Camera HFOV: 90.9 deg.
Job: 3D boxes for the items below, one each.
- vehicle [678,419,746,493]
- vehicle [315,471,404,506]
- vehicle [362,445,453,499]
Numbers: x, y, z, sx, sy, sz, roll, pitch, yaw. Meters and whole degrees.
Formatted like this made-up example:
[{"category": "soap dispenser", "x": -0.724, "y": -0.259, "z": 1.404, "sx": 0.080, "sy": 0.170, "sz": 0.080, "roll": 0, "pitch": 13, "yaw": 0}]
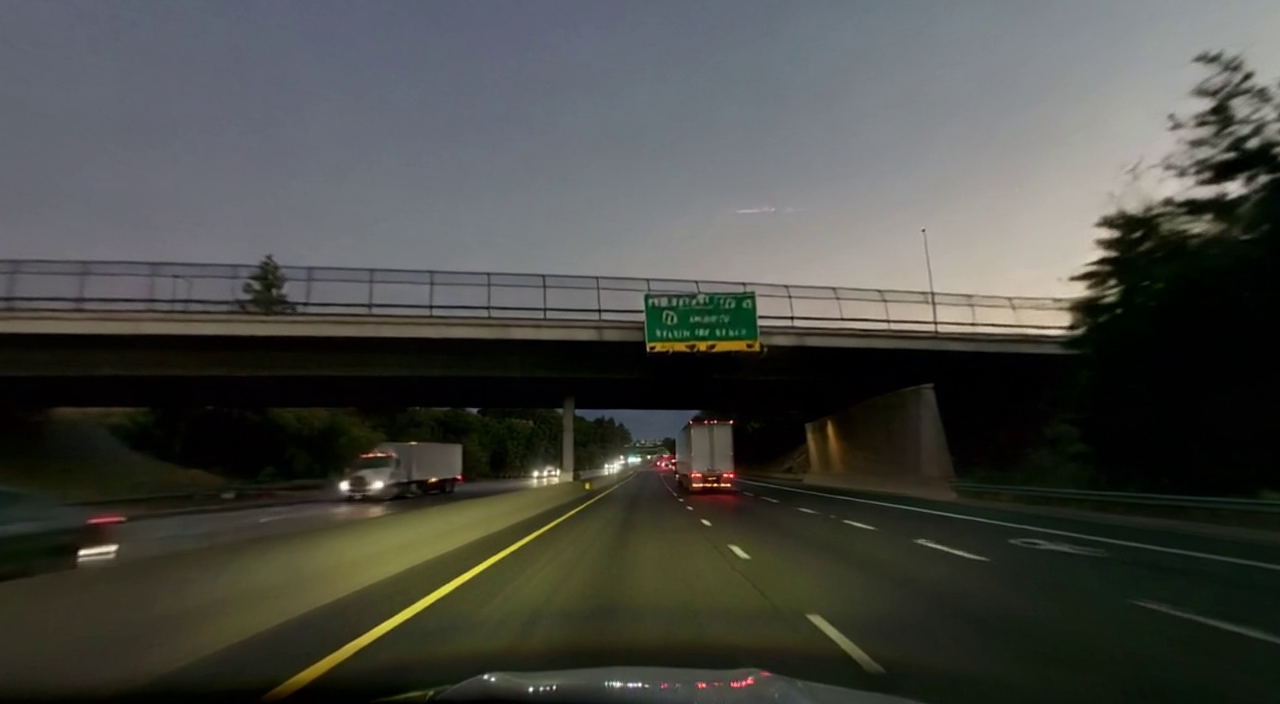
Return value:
[{"category": "vehicle", "x": 4.299, "y": 6.777, "z": 40.400, "sx": 3.054, "sy": 4.005, "sz": 11.895, "roll": 1, "pitch": -10, "yaw": 0}, {"category": "vehicle", "x": -13.095, "y": 6.378, "z": 29.788, "sx": 2.019, "sy": 1.441, "sz": 4.718, "roll": 1, "pitch": -10, "yaw": 1}, {"category": "vehicle", "x": -13.065, "y": 6.863, "z": 36.071, "sx": 2.621, "sy": 2.742, "sz": 6.186, "roll": 0, "pitch": -11, "yaw": 1}]
